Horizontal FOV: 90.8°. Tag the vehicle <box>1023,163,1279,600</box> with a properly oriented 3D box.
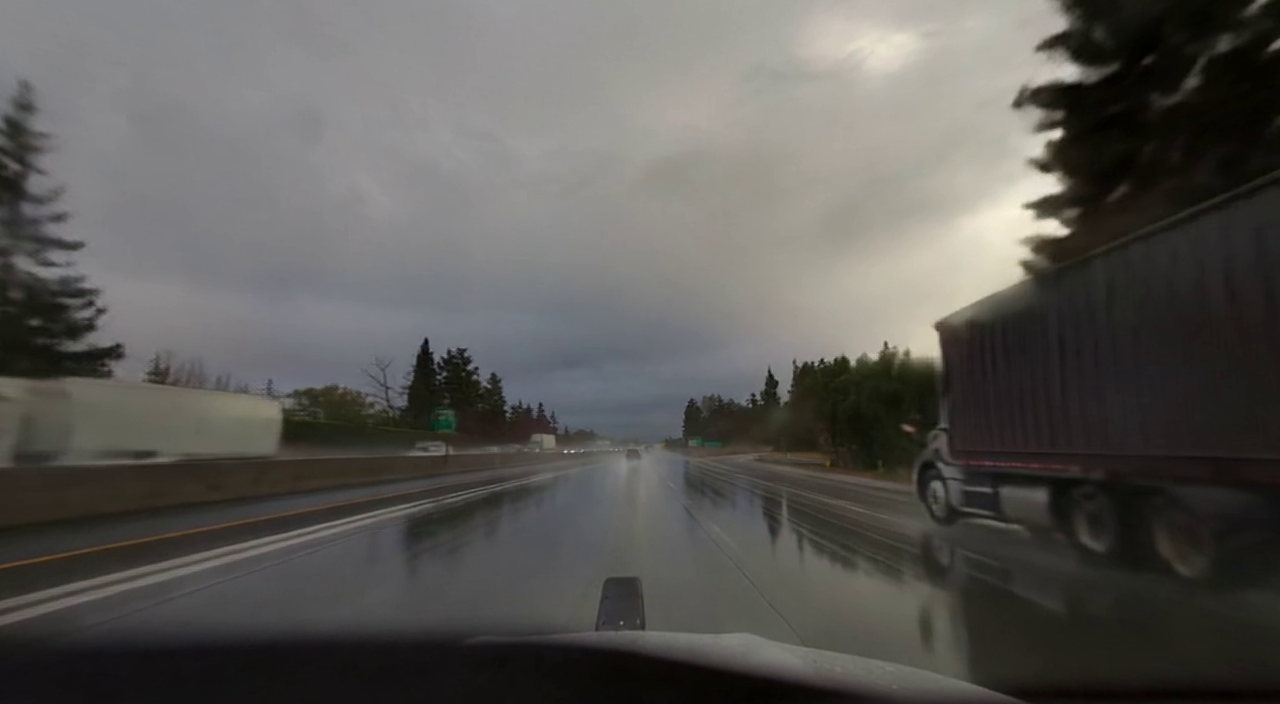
[{"bbox_3d":[6.888,-0.028,3.513,2.821,3.681,10.415,0,-9,-1],"label":"vehicle"}]

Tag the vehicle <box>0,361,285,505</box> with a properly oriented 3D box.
[{"bbox_3d":[-19.058,3.047,22.714,2.923,3.914,16.640,0,-9,0],"label":"vehicle"}]
